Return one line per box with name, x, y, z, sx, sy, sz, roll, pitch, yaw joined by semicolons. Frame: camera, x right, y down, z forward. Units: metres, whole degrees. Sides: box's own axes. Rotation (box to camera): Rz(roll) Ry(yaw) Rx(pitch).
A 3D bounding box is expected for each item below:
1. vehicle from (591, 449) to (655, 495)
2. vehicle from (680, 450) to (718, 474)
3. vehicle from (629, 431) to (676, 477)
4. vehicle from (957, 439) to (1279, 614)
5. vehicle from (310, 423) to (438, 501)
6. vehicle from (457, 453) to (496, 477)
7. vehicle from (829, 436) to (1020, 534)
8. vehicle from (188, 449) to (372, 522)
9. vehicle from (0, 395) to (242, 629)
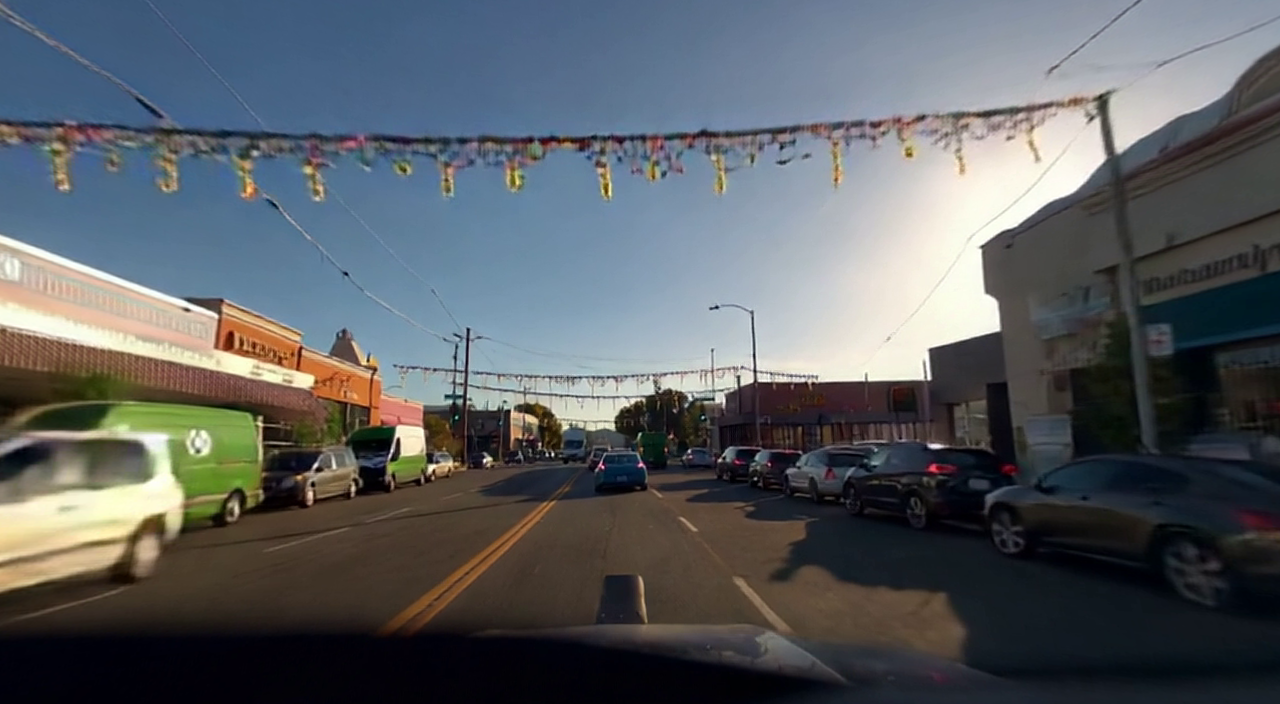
vehicle;-0.702;4.303;23.056;2.112;1.464;4.411;0;-8;-4
vehicle;3.989;7.512;43.391;1.824;1.481;4.057;1;-8;-6
vehicle;0.862;6.287;39.293;2.649;2.583;5.800;-1;-8;3
vehicle;5.802;1.820;7.533;1.943;1.507;3.816;0;-8;-2
vehicle;-10.348;4.319;25.299;2.724;2.739;5.663;0;-8;-1
vehicle;-11.941;8.251;46.328;1.962;1.529;4.109;1;-8;-3
vehicle;5.677;2.665;13.363;1.876;1.692;4.492;0;-8;-1
vehicle;-10.113;3.750;18.492;2.256;1.722;5.644;0;-8;-3
vehicle;-6.598;1.463;6.055;2.456;1.935;4.769;0;-8;-1
